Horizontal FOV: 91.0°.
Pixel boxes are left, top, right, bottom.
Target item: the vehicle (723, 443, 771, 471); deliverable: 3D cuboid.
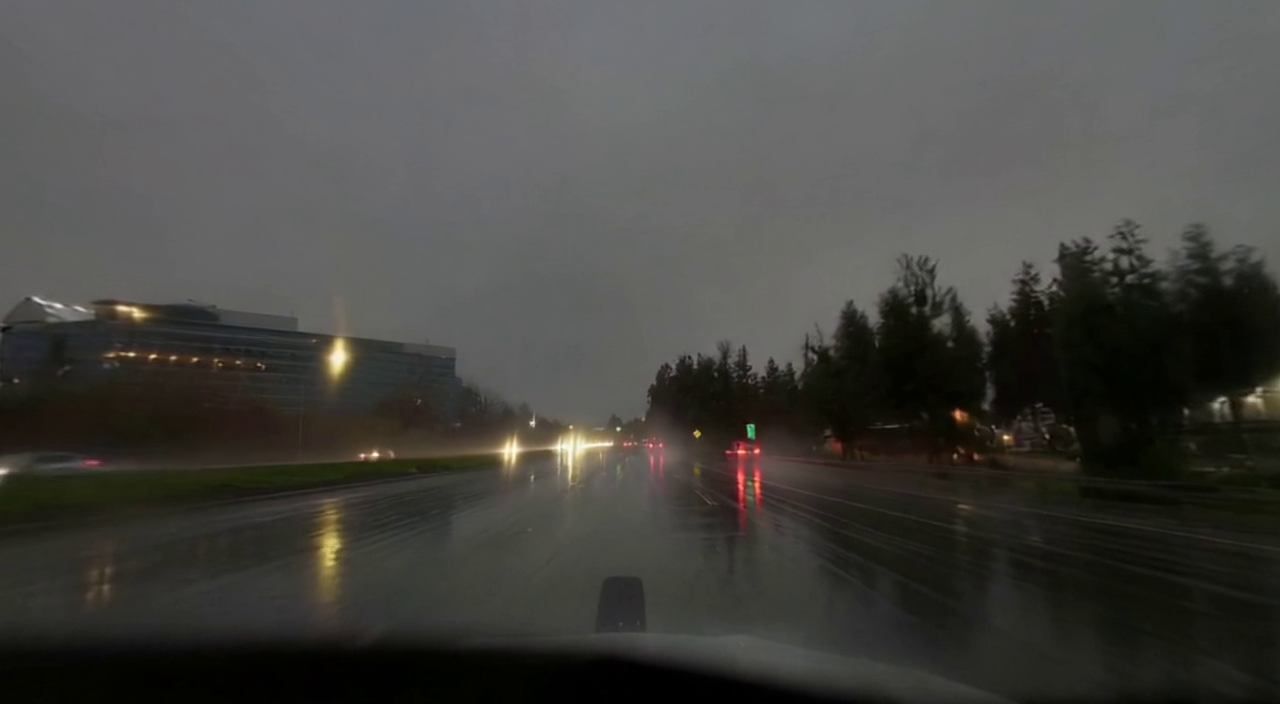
[{"bbox_3d":[6.520,6.455,38.907,2.085,1.594,4.848,0,-9,0],"label":"vehicle"}]
